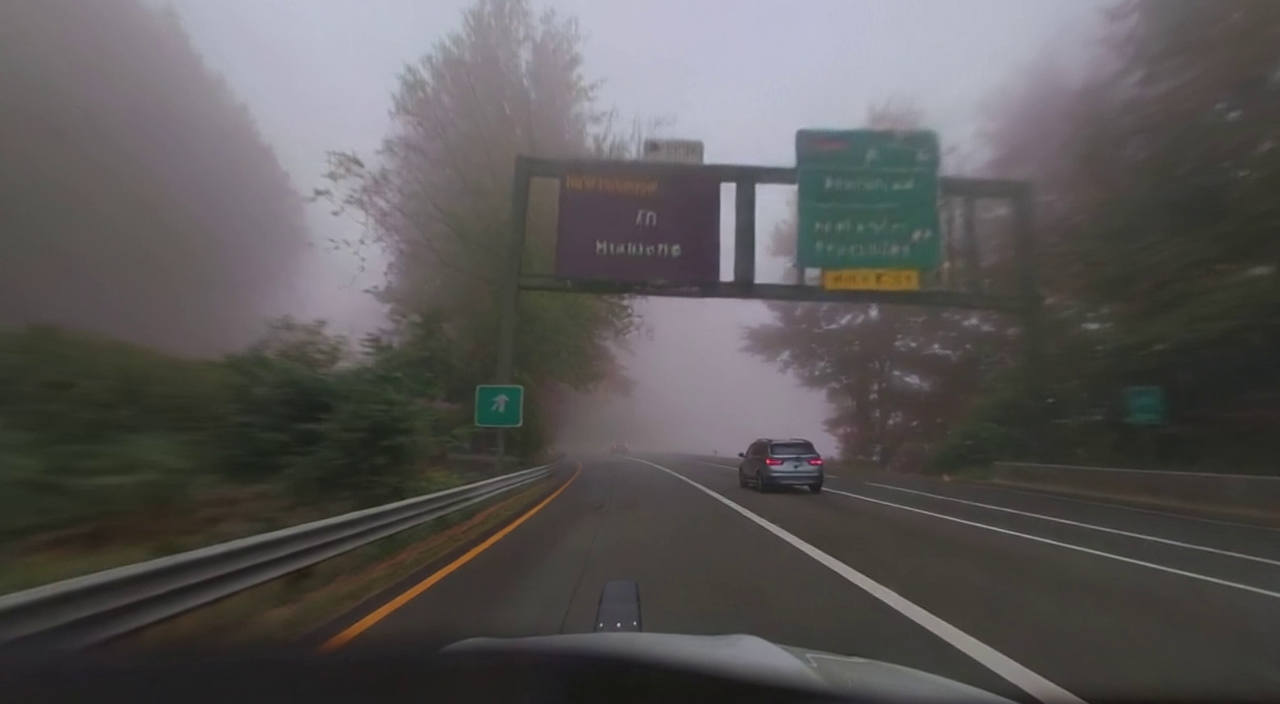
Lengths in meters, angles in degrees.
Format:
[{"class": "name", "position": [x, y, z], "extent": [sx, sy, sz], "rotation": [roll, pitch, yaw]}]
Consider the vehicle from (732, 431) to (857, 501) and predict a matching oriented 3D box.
[{"class": "vehicle", "position": [3.775, 2.872, 16.127], "extent": [1.952, 1.536, 4.036], "rotation": [0, -9, -3]}]
